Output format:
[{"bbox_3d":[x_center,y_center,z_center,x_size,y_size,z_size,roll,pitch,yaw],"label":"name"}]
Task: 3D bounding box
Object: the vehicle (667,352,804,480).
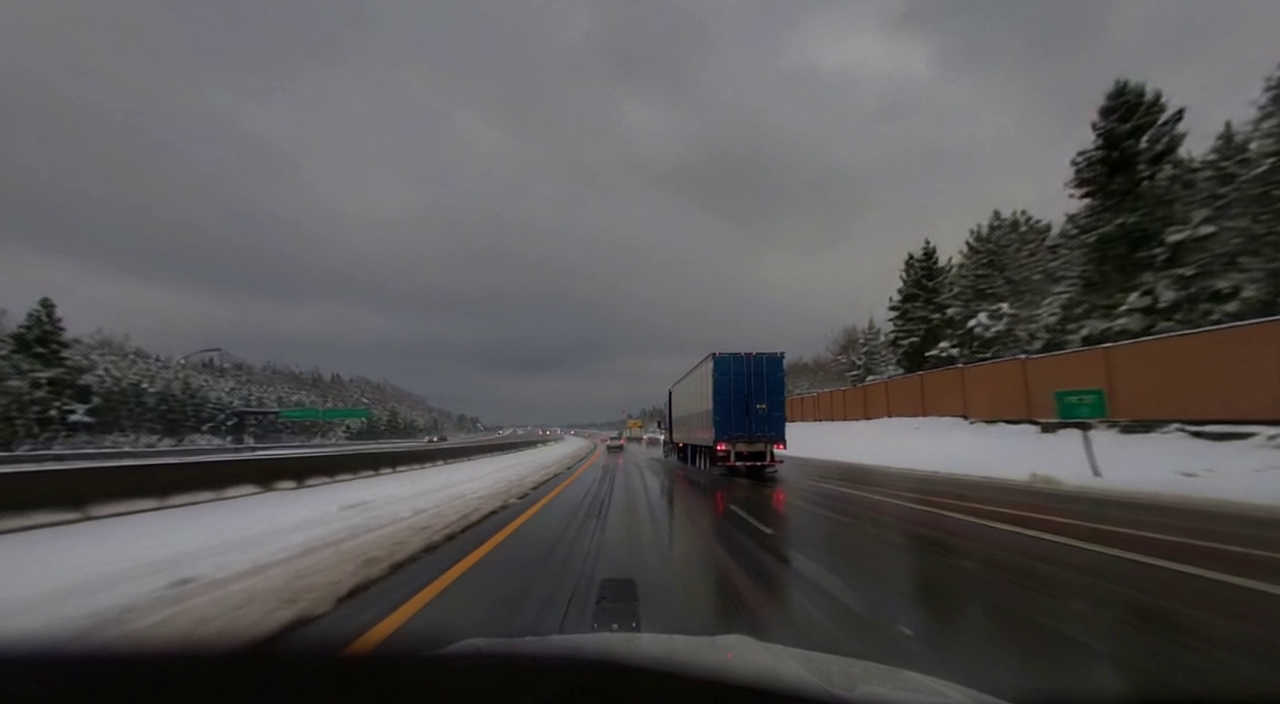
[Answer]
[{"bbox_3d":[3.303,2.914,26.994,2.965,4.033,14.299,0,-7,-3],"label":"vehicle"}]
